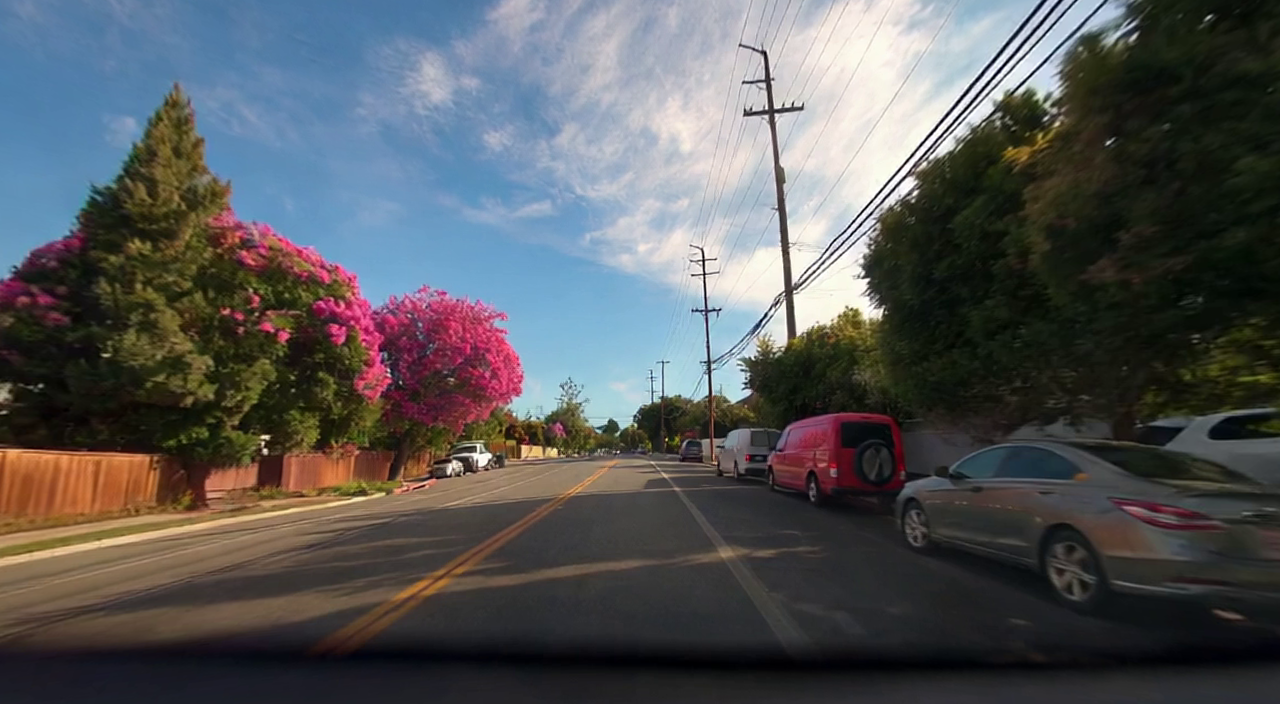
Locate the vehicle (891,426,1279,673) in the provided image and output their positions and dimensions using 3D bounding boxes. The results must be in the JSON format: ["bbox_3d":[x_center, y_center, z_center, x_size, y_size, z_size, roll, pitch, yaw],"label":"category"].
[{"bbox_3d":[4.430,1.559,6.201,1.989,1.509,4.418,0,-9,-2],"label":"vehicle"}]

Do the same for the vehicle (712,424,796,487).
[{"bbox_3d":[4.515,4.261,26.340,2.578,2.248,7.011,-1,-9,3],"label":"vehicle"}]

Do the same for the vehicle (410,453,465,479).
[{"bbox_3d":[-13.406,7.548,42.109,2.041,1.573,4.575,0,-9,1],"label":"vehicle"}]

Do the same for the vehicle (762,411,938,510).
[{"bbox_3d":[5.278,2.850,17.046,2.335,2.193,5.656,1,-9,-5],"label":"vehicle"}]

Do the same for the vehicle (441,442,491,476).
[{"bbox_3d":[-13.364,8.218,48.960,2.331,2.265,5.888,-2,-7,-2],"label":"vehicle"}]
